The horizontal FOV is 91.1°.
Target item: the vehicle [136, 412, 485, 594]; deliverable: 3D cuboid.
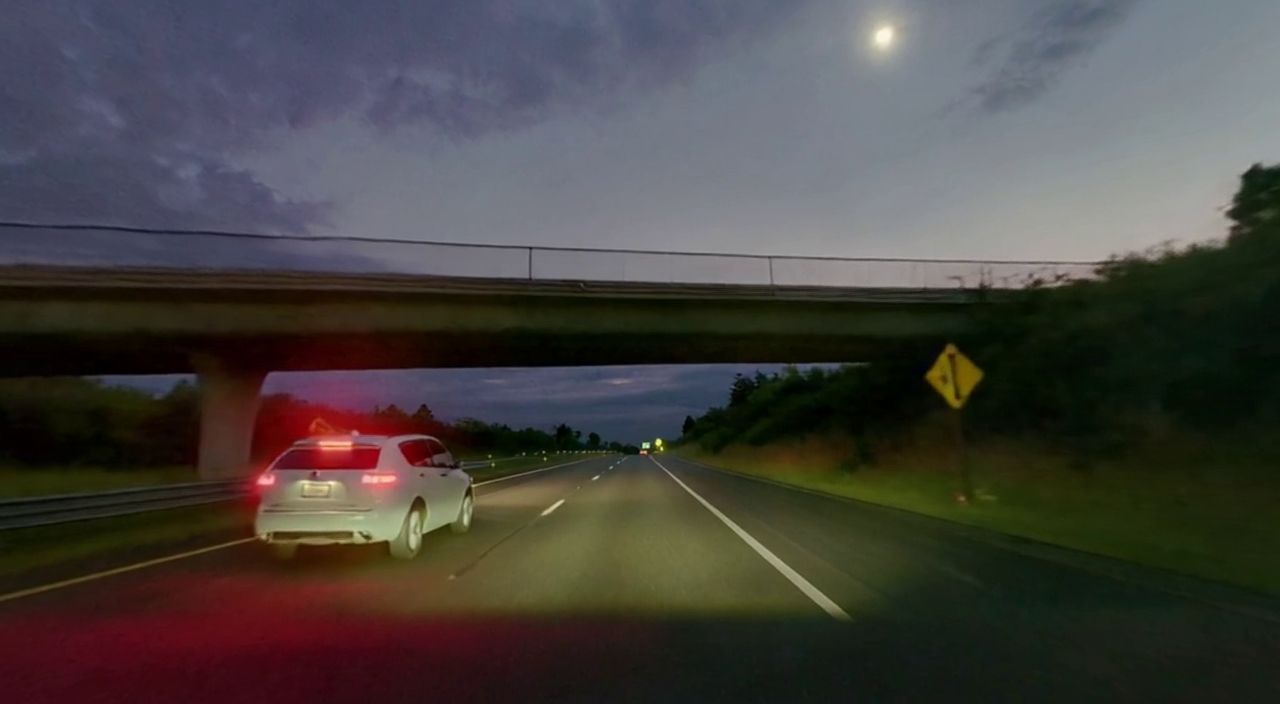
[{"bbox_3d":[-3.591,1.730,8.036,2.082,1.668,4.274,0,-9,1],"label":"vehicle"}]
